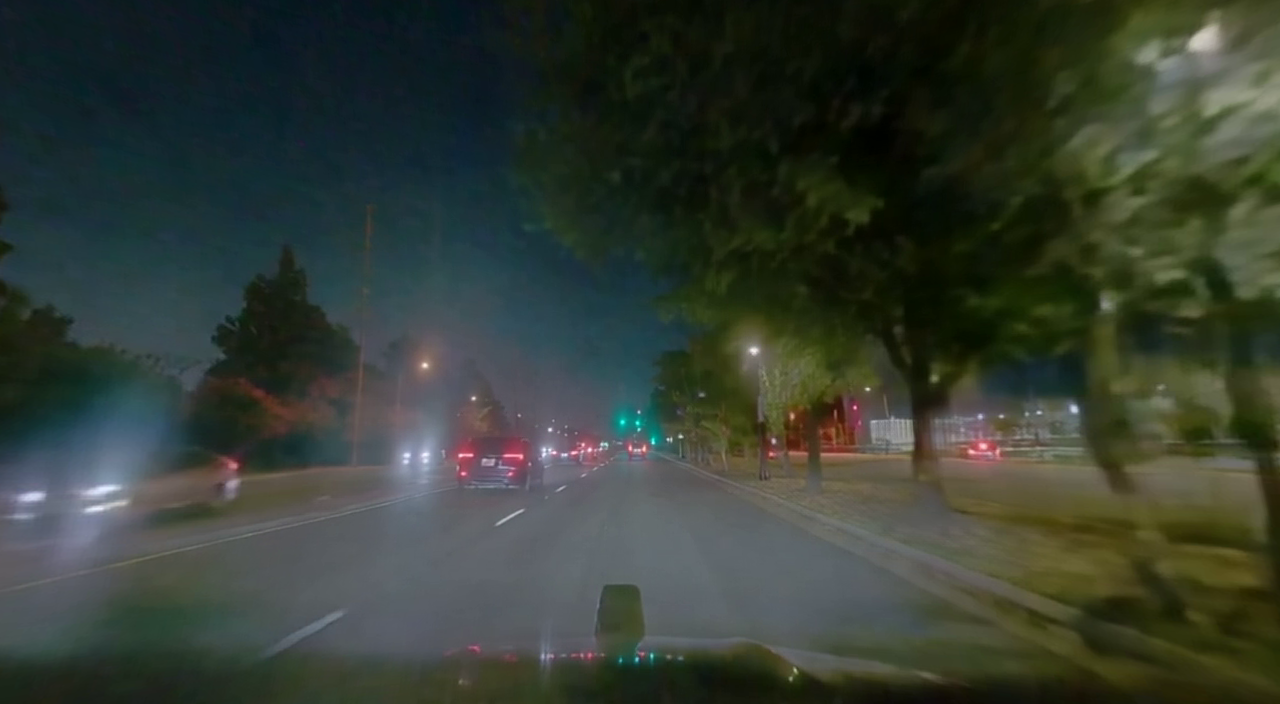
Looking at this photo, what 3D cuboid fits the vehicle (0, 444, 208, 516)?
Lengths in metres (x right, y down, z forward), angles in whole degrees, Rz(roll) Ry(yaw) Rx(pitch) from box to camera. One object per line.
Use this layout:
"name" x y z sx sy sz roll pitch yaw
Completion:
"vehicle" -13.609 3.161 16.183 1.942 1.579 4.409 0 -9 -1

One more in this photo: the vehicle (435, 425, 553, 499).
"vehicle" -3.905 3.037 17.842 2.189 1.807 4.467 0 -9 1

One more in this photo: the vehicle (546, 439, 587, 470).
"vehicle" -4.293 6.081 37.623 2.041 1.698 4.094 0 -9 -1
